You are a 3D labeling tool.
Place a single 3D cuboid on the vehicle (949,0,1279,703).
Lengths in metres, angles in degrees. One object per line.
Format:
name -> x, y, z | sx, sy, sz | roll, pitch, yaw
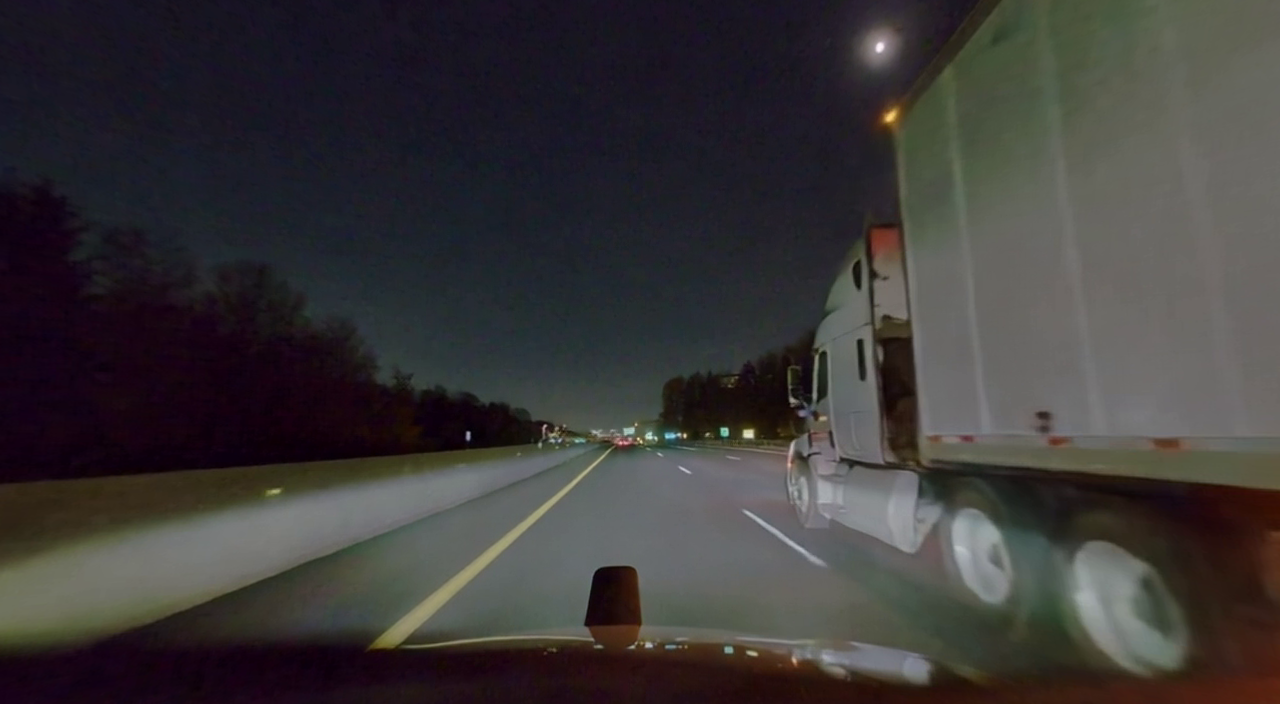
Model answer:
vehicle -> 3.583, -0.395, 1.011 | 3.004, 3.894, 5.738 | 0, -8, -1
